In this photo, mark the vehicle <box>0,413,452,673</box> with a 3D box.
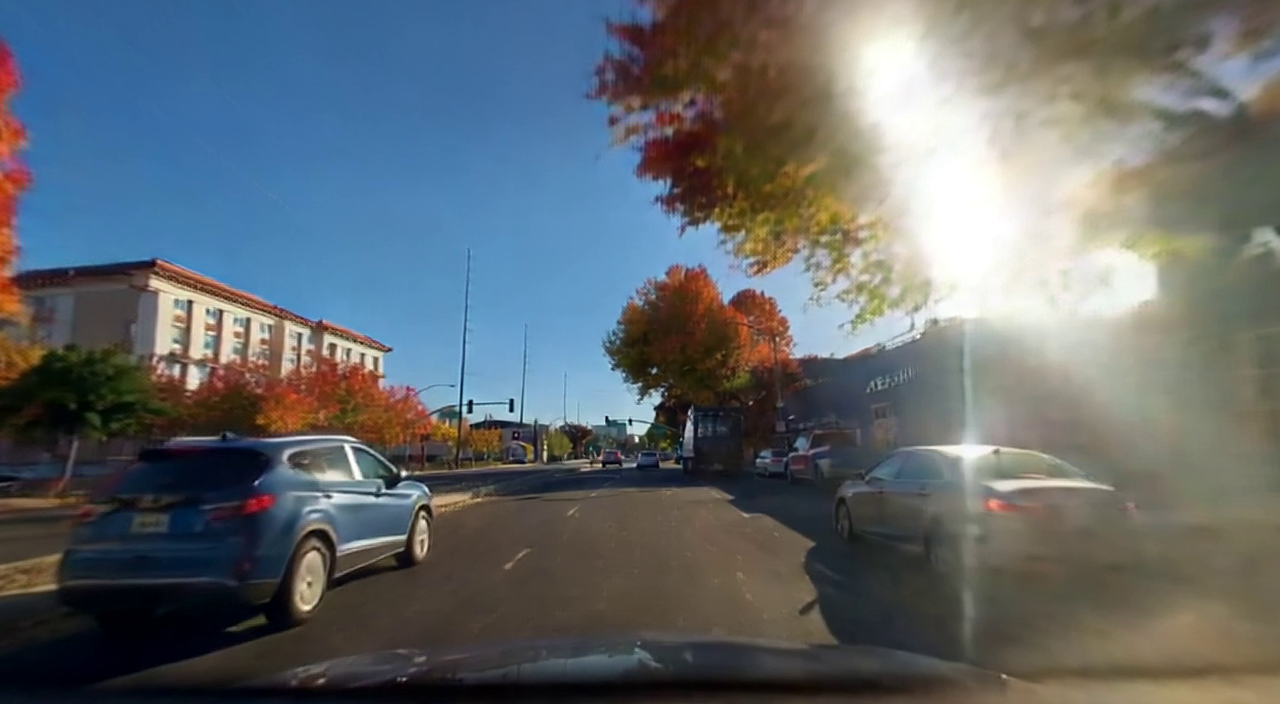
[{"bbox_3d":[-3.437,1.486,6.098,1.751,1.540,4.481,0,-9,1],"label":"vehicle"}]

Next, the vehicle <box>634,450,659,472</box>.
[{"bbox_3d":[0.505,8.385,48.686,1.846,1.528,4.348,0,-9,0],"label":"vehicle"}]

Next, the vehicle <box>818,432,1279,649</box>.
[{"bbox_3d":[3.649,1.654,6.824,1.915,1.449,4.970,0,-9,-1],"label":"vehicle"}]

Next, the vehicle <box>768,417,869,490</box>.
[{"bbox_3d":[7.274,4.202,26.396,2.483,2.707,5.496,0,-9,-1],"label":"vehicle"}]

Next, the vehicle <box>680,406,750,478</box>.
[{"bbox_3d":[4.207,5.446,38.046,3.003,3.680,10.684,0,-9,0],"label":"vehicle"}]
